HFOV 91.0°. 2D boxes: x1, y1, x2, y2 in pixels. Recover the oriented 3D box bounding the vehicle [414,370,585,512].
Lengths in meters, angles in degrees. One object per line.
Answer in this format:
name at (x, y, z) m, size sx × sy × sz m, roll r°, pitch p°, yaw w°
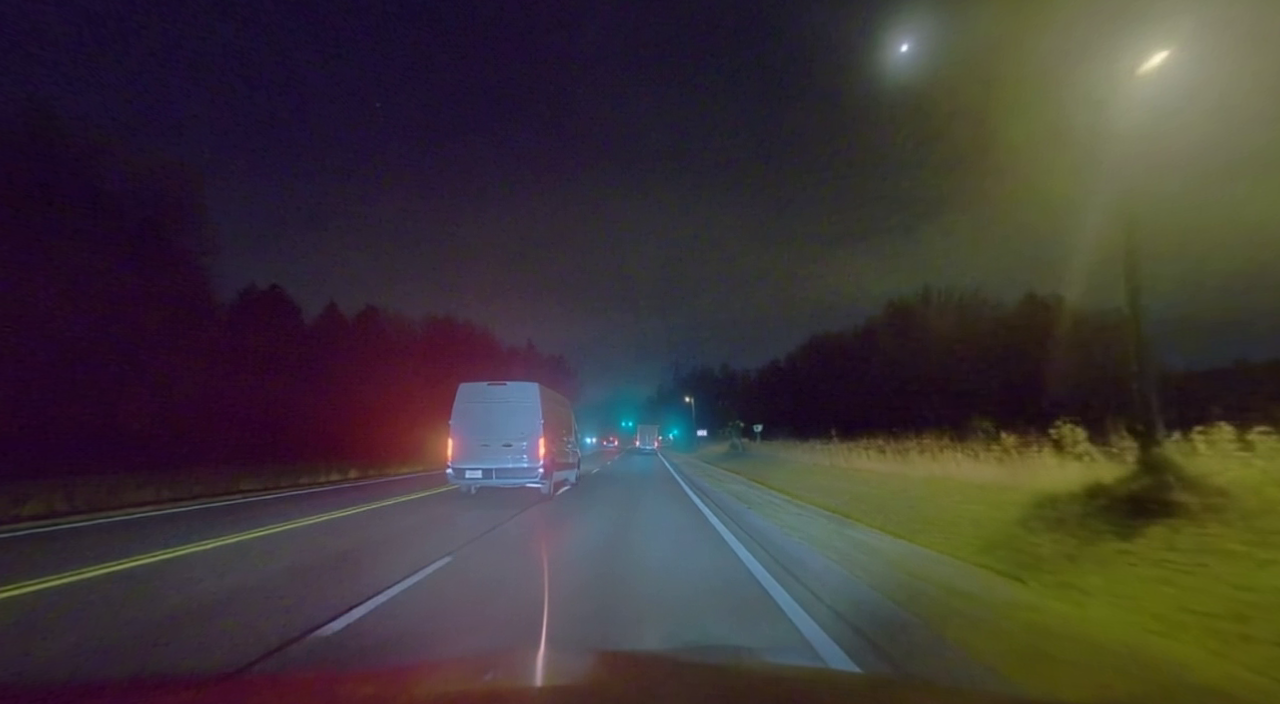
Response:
vehicle at (-2.880, 2.080, 14.816) m, size 2.497 × 2.628 × 6.016 m, roll 0°, pitch -8°, yaw 1°
